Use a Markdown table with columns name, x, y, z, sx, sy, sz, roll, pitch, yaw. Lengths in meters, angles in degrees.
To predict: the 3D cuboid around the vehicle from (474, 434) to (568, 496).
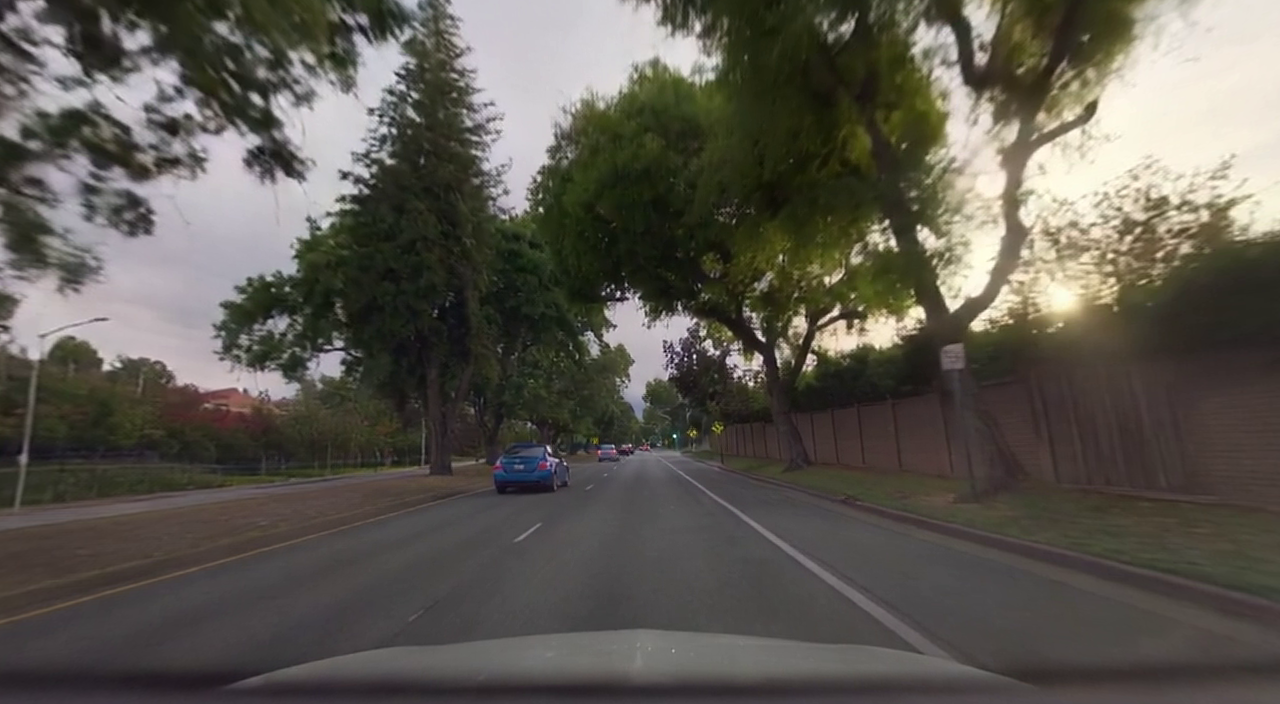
| name | x | y | z | sx | sy | sz | roll | pitch | yaw |
| --- | --- | --- | --- | --- | --- | --- | --- | --- | --- |
| vehicle | -3.437 | 3.360 | 19.177 | 1.919 | 1.650 | 4.546 | 0 | -8 | 1 |
